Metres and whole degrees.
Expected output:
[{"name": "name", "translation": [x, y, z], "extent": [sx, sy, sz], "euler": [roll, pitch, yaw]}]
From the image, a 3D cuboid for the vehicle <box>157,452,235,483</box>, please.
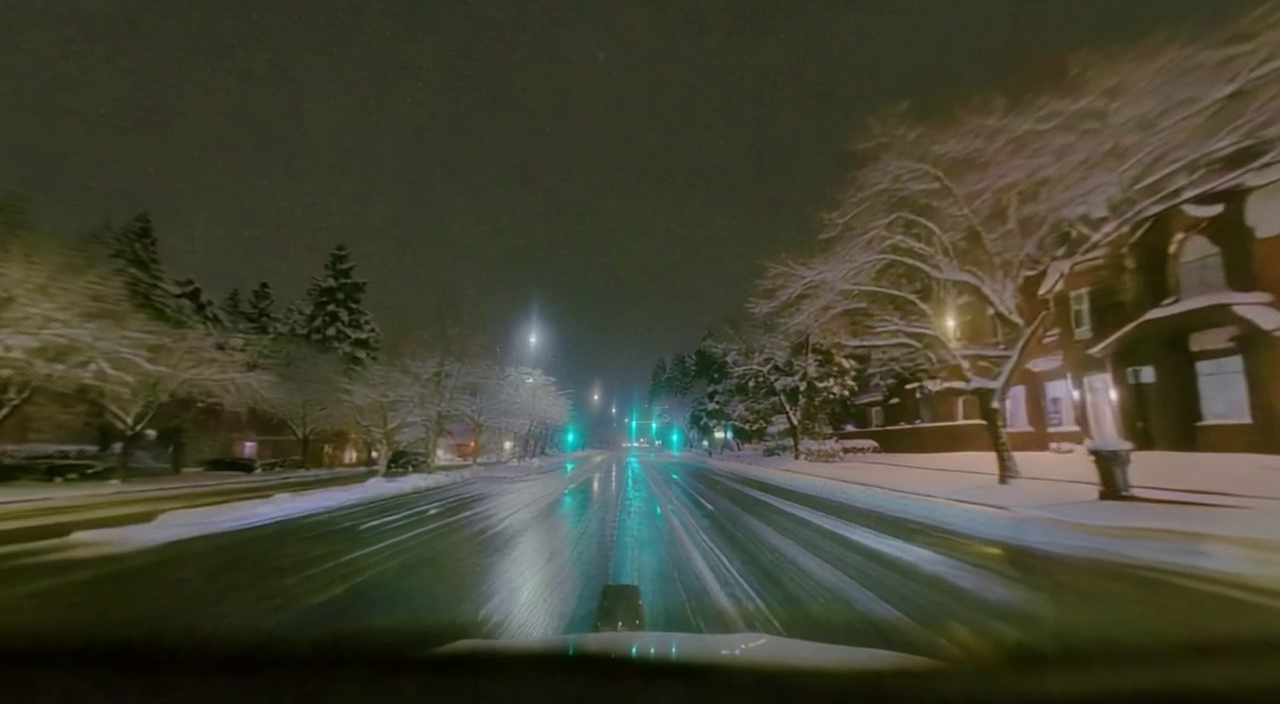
[{"name": "vehicle", "translation": [-29.864, 7.746, 42.519], "extent": [2.019, 1.696, 4.735], "euler": [-5, -8, -3]}]
